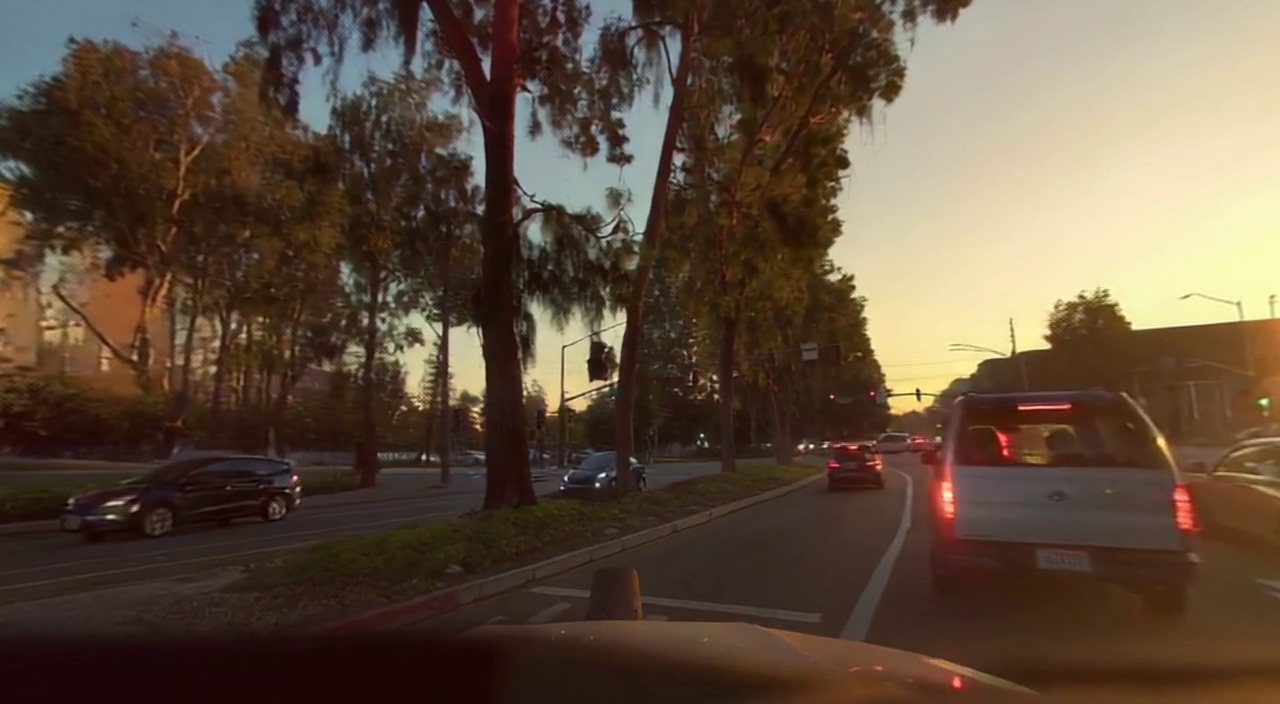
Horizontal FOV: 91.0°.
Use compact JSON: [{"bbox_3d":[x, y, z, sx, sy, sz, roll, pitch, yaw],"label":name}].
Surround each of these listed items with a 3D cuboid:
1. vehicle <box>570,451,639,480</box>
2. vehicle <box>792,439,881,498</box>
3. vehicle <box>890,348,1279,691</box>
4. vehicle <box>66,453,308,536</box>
[{"bbox_3d":[-1.948,6.451,36.156,2.005,1.489,4.650,-4,-10,24],"label":"vehicle"},{"bbox_3d":[5.941,3.396,18.720,2.010,1.515,4.152,-4,-9,23],"label":"vehicle"},{"bbox_3d":[3.657,1.280,5.942,2.188,1.892,4.488,-4,-9,23],"label":"vehicle"},{"bbox_3d":[-11.221,3.464,16.031,2.018,1.715,4.451,-4,-10,25],"label":"vehicle"}]
